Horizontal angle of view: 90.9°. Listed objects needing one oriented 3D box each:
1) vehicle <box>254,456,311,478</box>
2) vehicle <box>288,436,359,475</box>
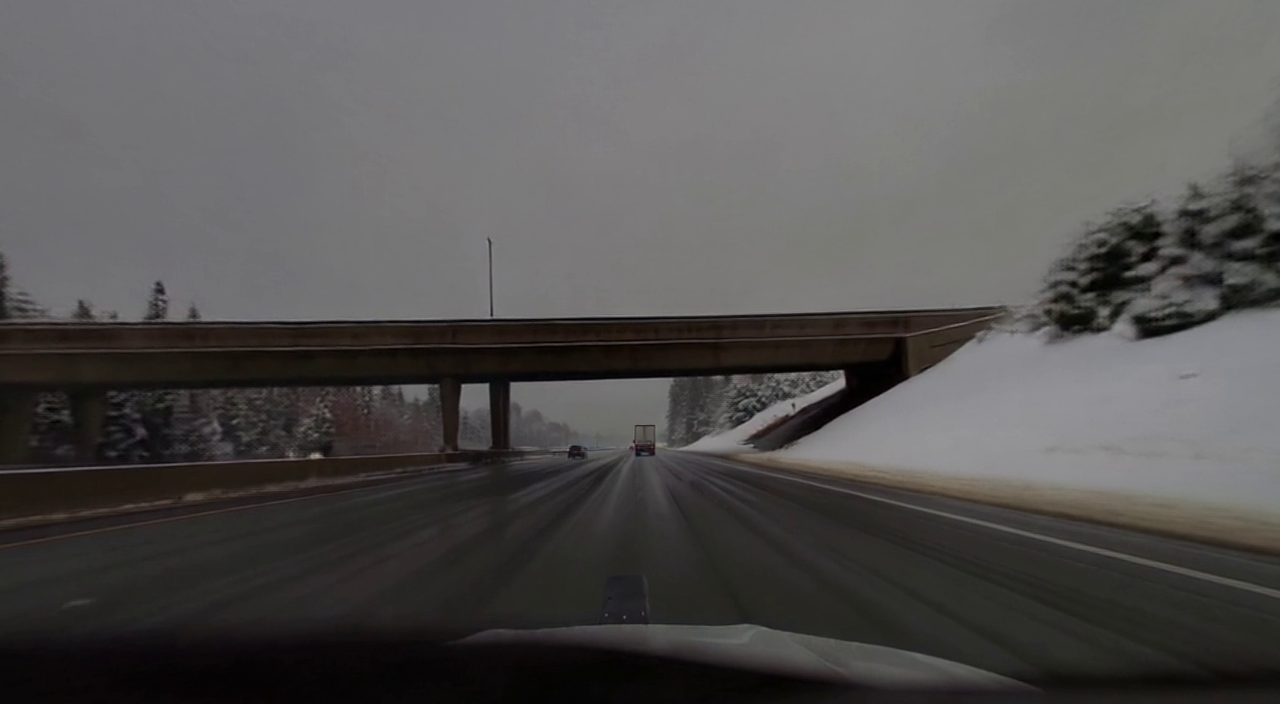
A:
[{"bbox_3d":[-27.553,8.822,48.722,1.946,1.535,4.110,0,-8,0],"label":"vehicle"},{"bbox_3d":[-23.495,7.669,47.093,2.199,2.684,5.865,0,-8,0],"label":"vehicle"}]
